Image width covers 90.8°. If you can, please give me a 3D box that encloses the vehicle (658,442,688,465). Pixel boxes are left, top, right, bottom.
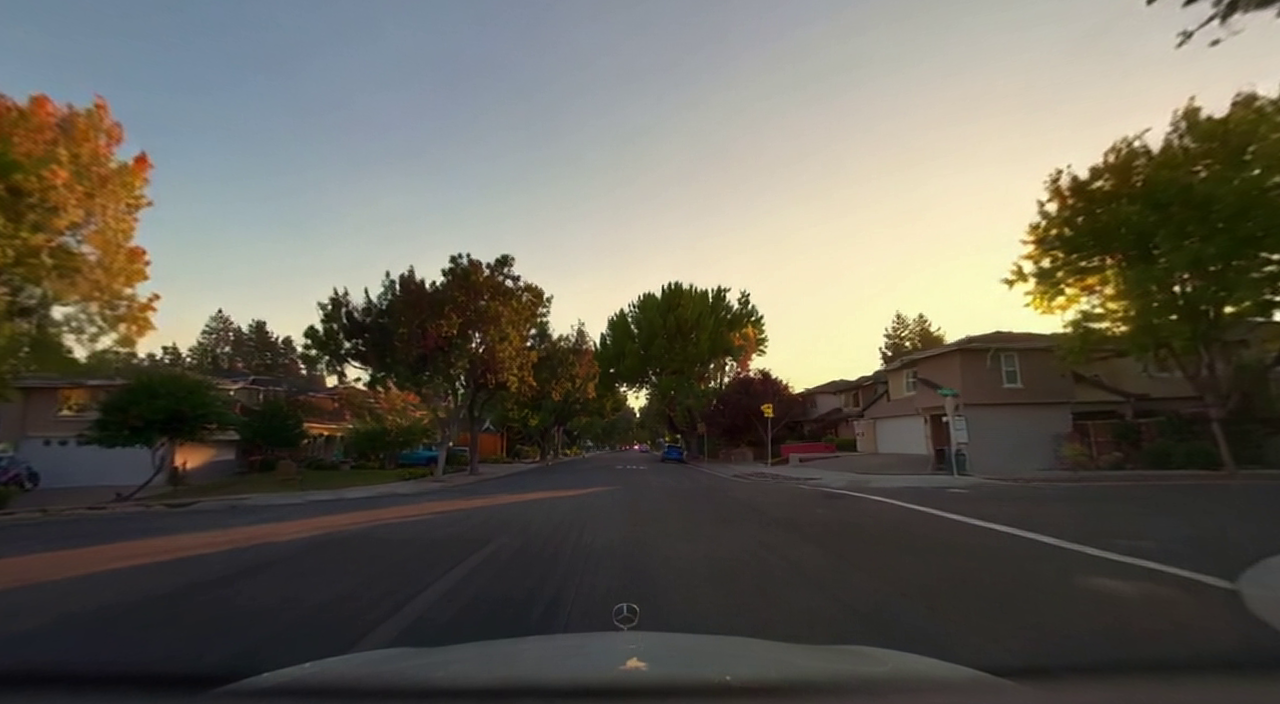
[{"bbox_3d":[2.556,7.939,49.580,2.114,1.633,4.042,0,-8,-1],"label":"vehicle"}]
